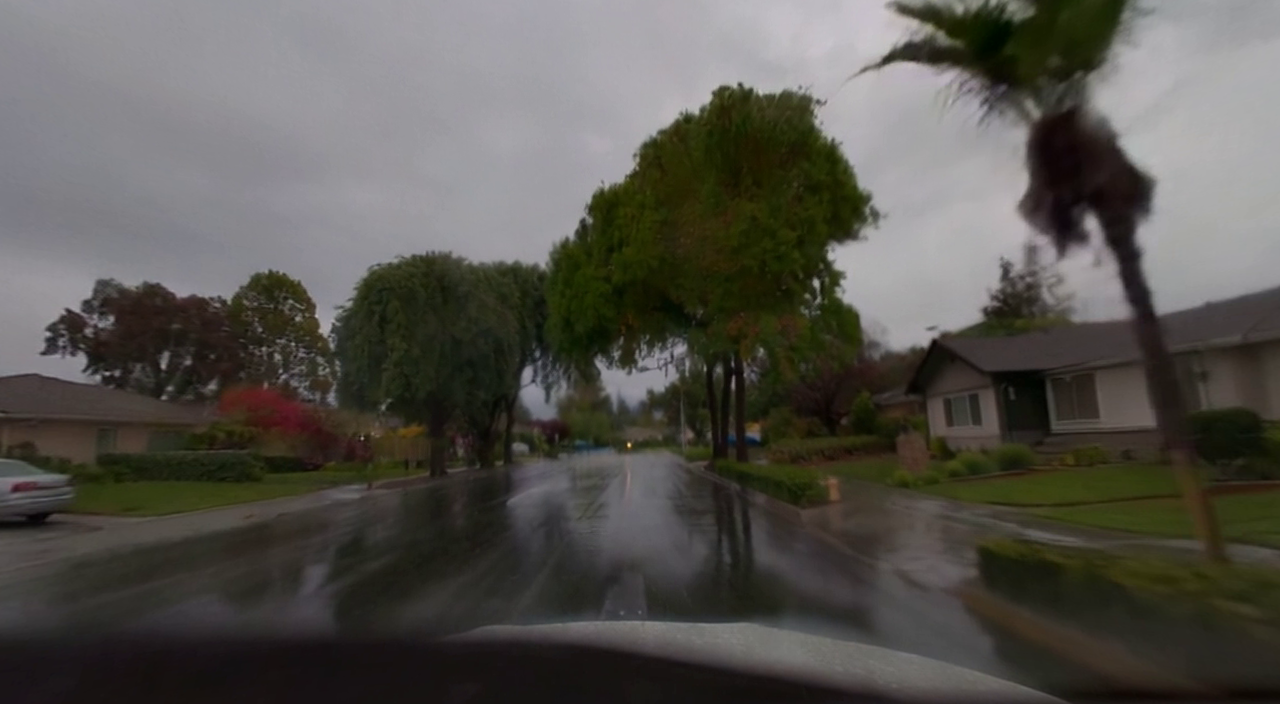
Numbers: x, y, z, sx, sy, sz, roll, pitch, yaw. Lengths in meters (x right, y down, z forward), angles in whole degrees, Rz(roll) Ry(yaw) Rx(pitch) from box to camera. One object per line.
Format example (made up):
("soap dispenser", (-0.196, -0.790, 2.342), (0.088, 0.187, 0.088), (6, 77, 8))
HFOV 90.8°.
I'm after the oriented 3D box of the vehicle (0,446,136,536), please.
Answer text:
("vehicle", (-14.337, 2.927, 13.648), (5.050, 1.774, 2.031), (0, -9, -1))
